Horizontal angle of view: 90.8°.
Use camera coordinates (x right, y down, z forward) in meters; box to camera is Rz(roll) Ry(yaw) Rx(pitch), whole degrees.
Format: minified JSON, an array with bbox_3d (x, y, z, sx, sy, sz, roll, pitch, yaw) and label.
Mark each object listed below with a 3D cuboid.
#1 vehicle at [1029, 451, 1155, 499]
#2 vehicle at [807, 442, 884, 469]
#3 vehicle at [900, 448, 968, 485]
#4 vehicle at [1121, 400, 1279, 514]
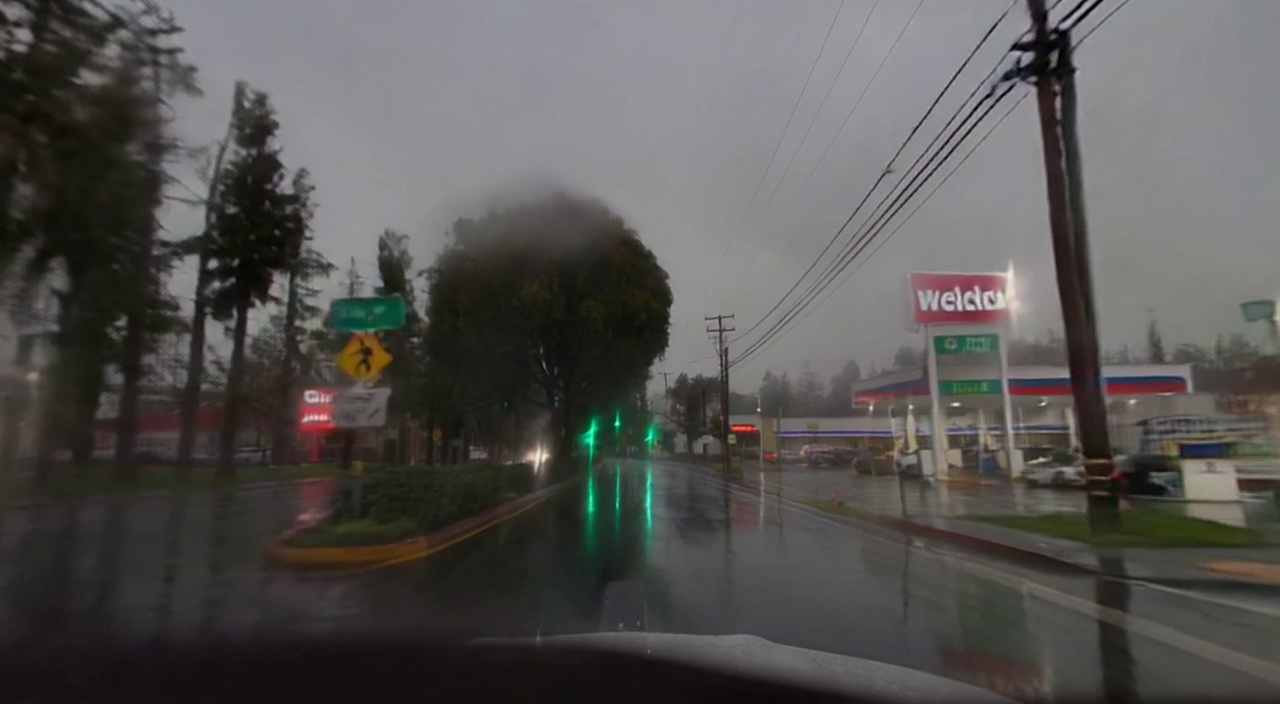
[{"bbox_3d":[18.024,4.862,25.503,2.041,1.674,4.301,2,-9,2],"label":"vehicle"},{"bbox_3d":[15.193,7.690,46.859,4.996,1.720,2.027,1,-12,2],"label":"vehicle"},{"bbox_3d":[16.534,6.359,35.418,2.086,1.845,4.694,-8,-11,41],"label":"vehicle"},{"bbox_3d":[17.932,3.074,18.769,2.642,2.930,5.826,0,-8,1],"label":"vehicle"}]
